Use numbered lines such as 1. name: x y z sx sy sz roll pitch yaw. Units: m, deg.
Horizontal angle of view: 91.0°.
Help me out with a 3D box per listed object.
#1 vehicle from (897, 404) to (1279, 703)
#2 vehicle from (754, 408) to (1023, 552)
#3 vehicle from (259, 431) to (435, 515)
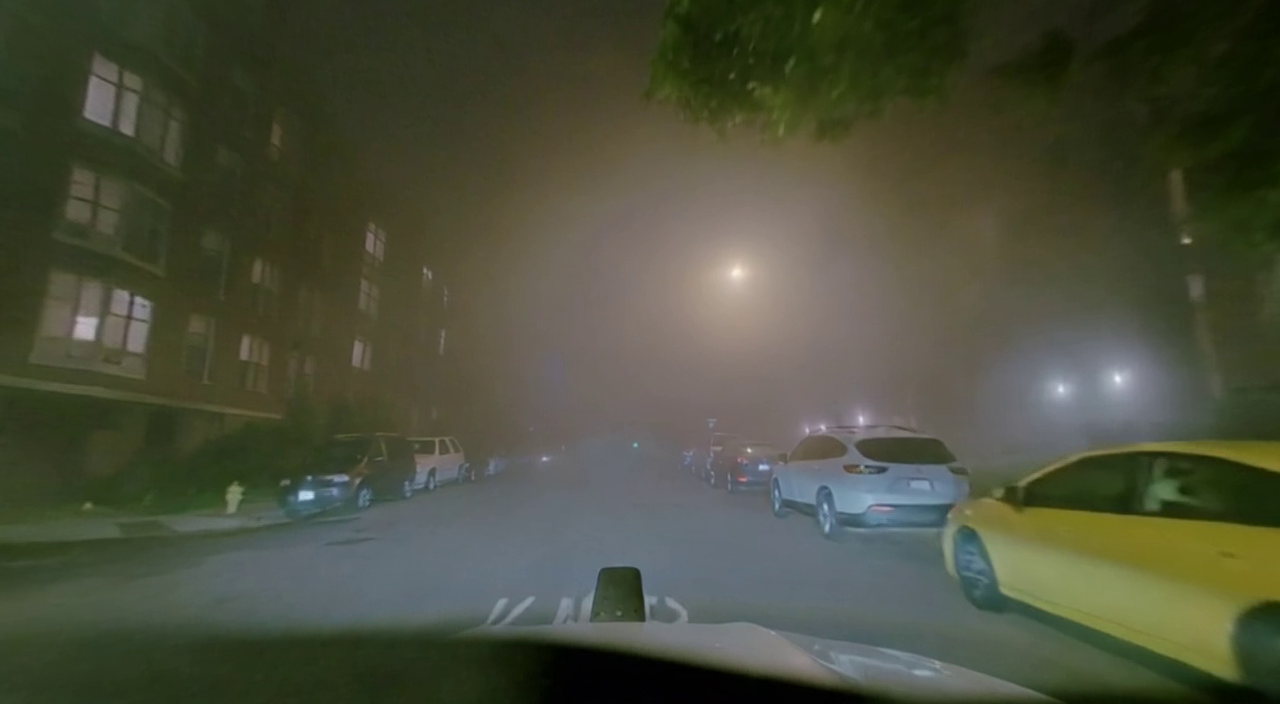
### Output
1. vehicle: 3.742 1.189 4.063 2.050 1.502 4.826 0 -9 -1
2. vehicle: 3.779 2.119 11.235 2.280 1.850 5.961 0 -9 -1
3. vehicle: -7.618 3.255 17.232 2.384 1.781 5.492 -3 -10 -2
